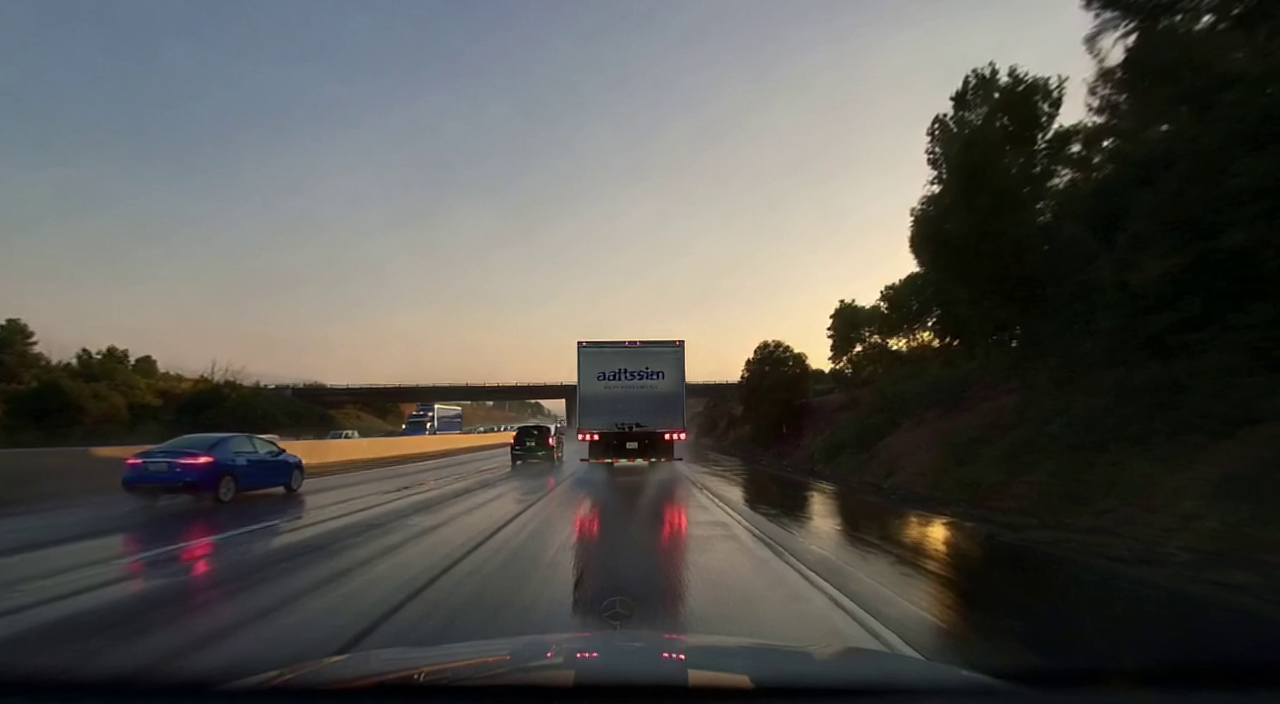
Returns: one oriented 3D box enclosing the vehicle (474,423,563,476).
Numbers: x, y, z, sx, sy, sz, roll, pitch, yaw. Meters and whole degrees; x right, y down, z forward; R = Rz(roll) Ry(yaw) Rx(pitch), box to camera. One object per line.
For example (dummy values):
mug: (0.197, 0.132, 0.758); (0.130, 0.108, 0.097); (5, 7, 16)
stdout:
vehicle: (-4.164, 3.440, 22.519); (2.168, 1.671, 4.888); (0, -8, 1)

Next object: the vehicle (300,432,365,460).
vehicle: (-23.606, 7.189, 48.508); (2.265, 2.029, 5.280); (0, -8, 0)

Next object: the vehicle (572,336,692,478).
vehicle: (-0.275, 2.295, 23.581); (3.442, 4.106, 10.719); (0, -8, -1)

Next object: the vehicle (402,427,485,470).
vehicle: (-7.945, 3.938, 25.935); (1.981, 1.574, 4.561); (0, -8, -1)

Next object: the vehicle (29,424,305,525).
vehicle: (-8.115, 2.094, 11.389); (1.940, 1.488, 3.976); (0, -8, -1)
